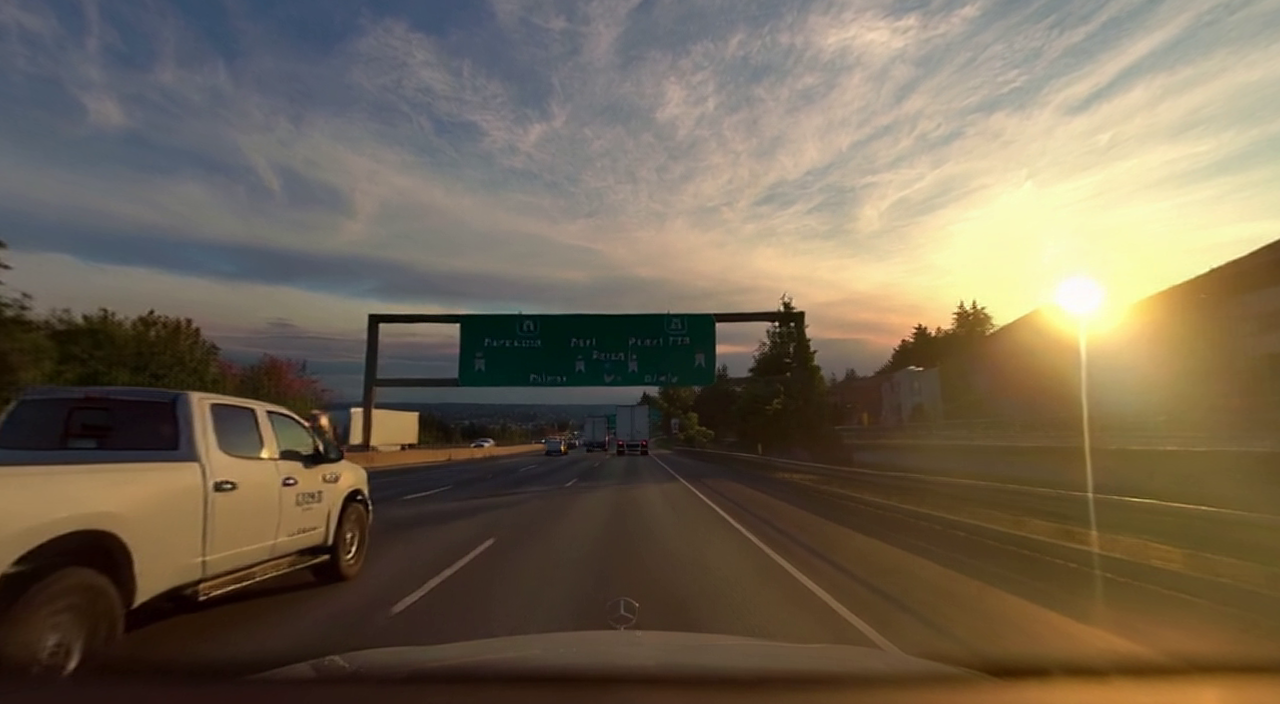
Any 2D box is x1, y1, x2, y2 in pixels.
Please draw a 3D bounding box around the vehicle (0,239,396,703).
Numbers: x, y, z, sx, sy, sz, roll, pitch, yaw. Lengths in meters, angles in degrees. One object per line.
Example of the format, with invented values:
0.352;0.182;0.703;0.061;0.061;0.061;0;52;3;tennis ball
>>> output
-3.493;0.815;3.725;2.223;2.045;4.798;0;-8;-1;vehicle
